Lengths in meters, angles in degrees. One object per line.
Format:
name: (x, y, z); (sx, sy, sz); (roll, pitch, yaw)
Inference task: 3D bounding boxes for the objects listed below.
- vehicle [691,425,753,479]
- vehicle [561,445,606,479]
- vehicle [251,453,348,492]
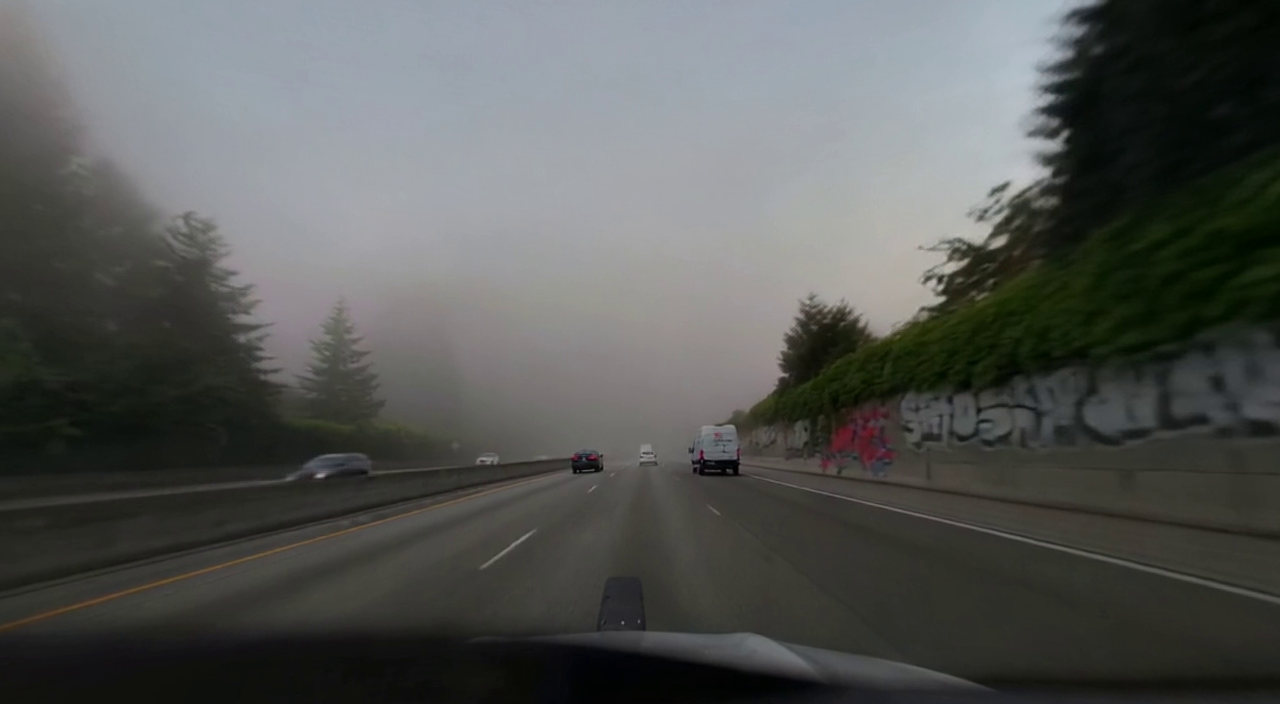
vehicle: (4.224, 5.305, 33.611); (2.469, 2.591, 5.653); (0, -9, 0)
vehicle: (-2.929, 5.826, 33.618); (1.964, 1.618, 4.489); (0, -9, 0)
vehicle: (-15.705, 5.553, 29.400); (1.927, 1.606, 4.572); (0, -9, 1)
